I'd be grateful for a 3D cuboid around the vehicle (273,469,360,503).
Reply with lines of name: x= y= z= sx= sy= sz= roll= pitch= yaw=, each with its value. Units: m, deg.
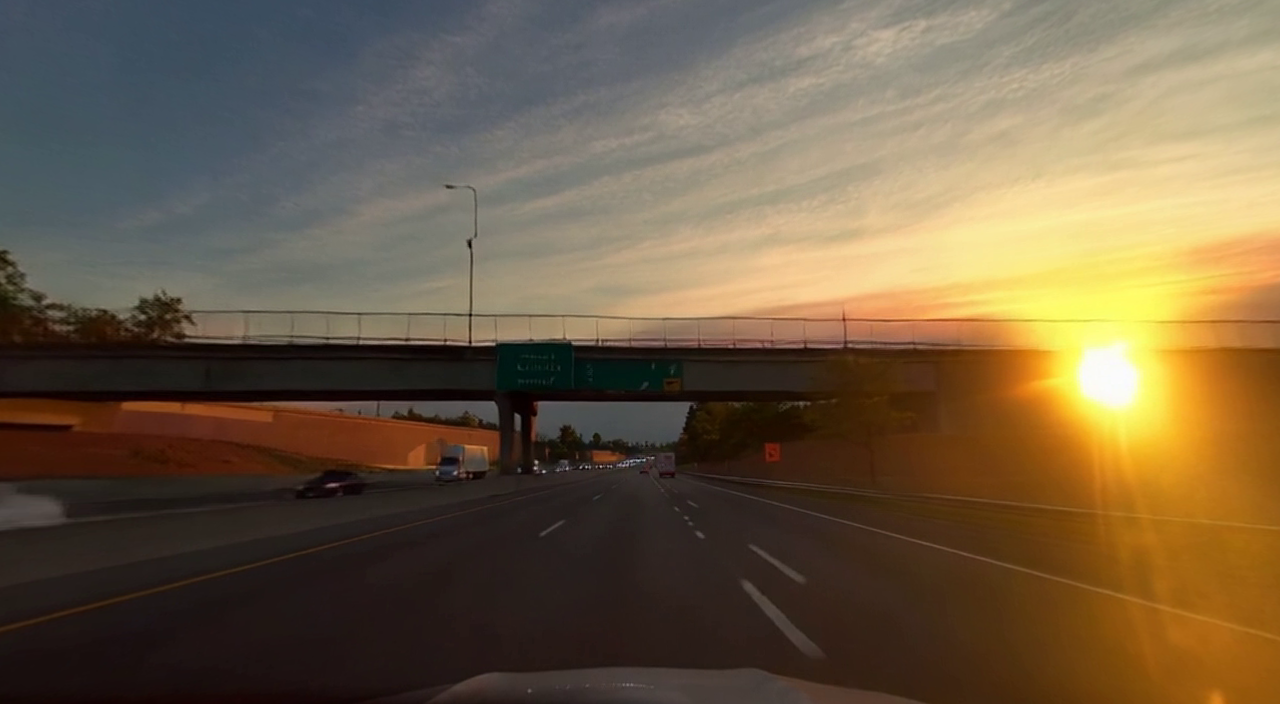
vehicle: x=-15.806 y=6.544 z=31.078 sx=1.898 sy=1.518 sz=4.496 roll=1 pitch=-10 yaw=0
